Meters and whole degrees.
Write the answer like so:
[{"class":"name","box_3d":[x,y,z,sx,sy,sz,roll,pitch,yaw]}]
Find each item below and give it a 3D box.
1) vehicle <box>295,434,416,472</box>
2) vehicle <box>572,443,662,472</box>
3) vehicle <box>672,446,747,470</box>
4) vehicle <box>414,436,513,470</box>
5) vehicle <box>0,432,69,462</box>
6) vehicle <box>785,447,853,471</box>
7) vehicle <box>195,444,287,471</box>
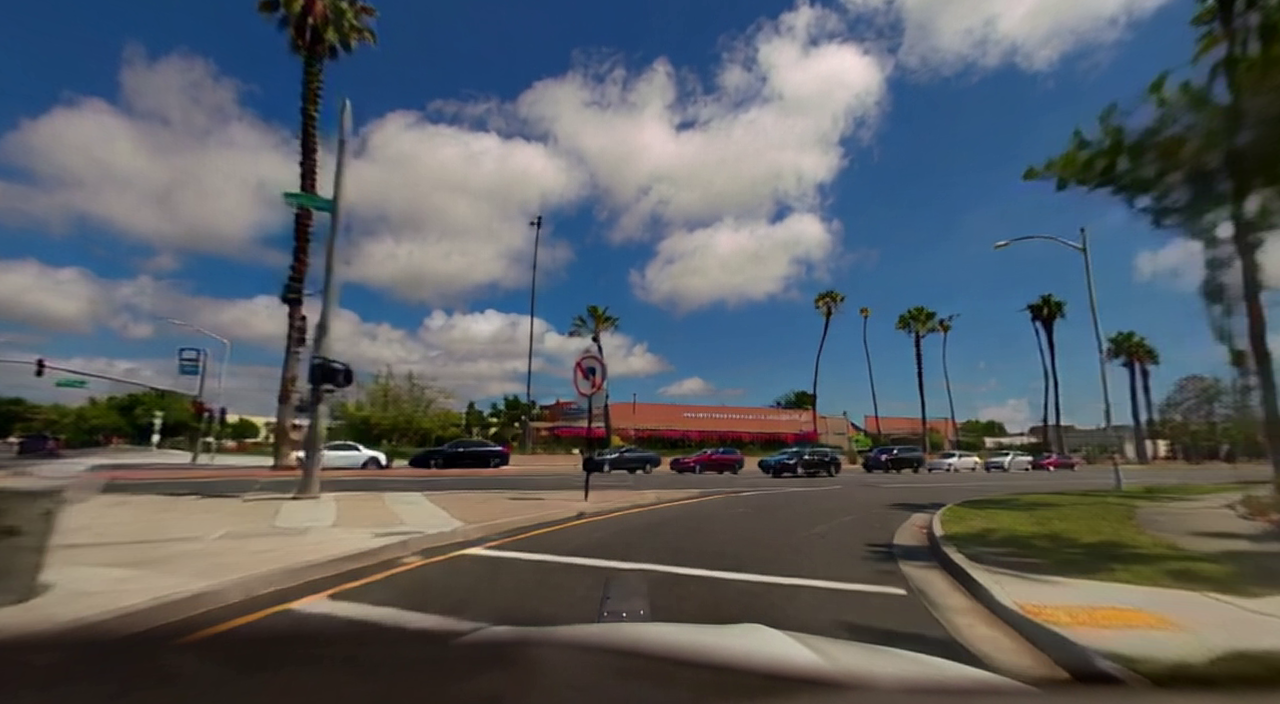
[{"class":"vehicle","box_3d":[-12.622,4.530,27.931,4.648,1.501,1.862,7,-11,-29]},{"class":"vehicle","box_3d":[-1.350,6.351,37.690,5.112,1.593,1.865,5,-12,-29]},{"class":"vehicle","box_3d":[4.612,6.988,41.347,4.774,1.493,1.854,6,-10,-30]},{"class":"vehicle","box_3d":[-9.296,5.323,33.202,4.713,1.664,1.909,4,-11,-30]},{"class":"vehicle","box_3d":[-38.867,6.122,40.336,2.114,1.784,4.450,5,-10,-30]},{"class":"vehicle","box_3d":[12.088,7.191,42.359,4.356,1.543,1.844,6,-10,-30]},{"class":"vehicle","box_3d":[-23.388,6.226,37.000,4.389,1.502,1.794,5,-10,-30]}]
